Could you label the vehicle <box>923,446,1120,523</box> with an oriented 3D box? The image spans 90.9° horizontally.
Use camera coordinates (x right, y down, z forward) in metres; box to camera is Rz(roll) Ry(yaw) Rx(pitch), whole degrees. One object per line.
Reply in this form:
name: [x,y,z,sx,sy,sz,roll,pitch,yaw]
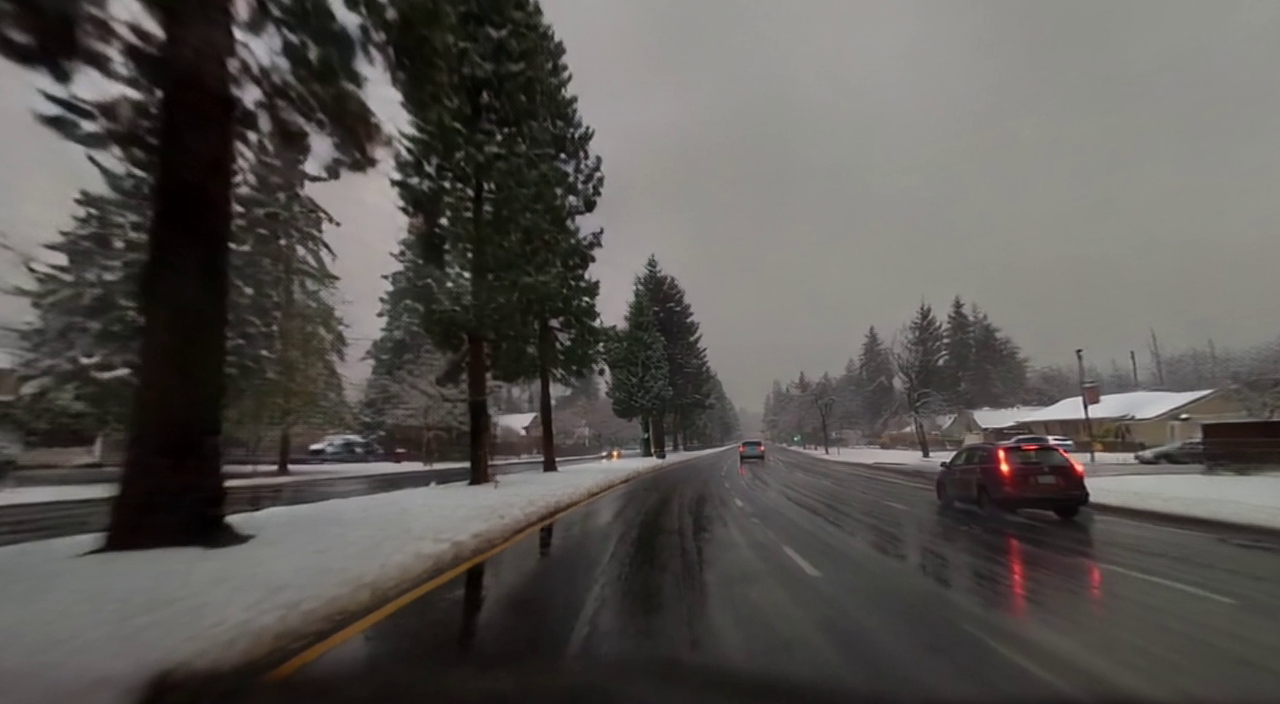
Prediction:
vehicle: [8.311,2.871,14.321,1.855,1.444,4.389,0,-8,2]
